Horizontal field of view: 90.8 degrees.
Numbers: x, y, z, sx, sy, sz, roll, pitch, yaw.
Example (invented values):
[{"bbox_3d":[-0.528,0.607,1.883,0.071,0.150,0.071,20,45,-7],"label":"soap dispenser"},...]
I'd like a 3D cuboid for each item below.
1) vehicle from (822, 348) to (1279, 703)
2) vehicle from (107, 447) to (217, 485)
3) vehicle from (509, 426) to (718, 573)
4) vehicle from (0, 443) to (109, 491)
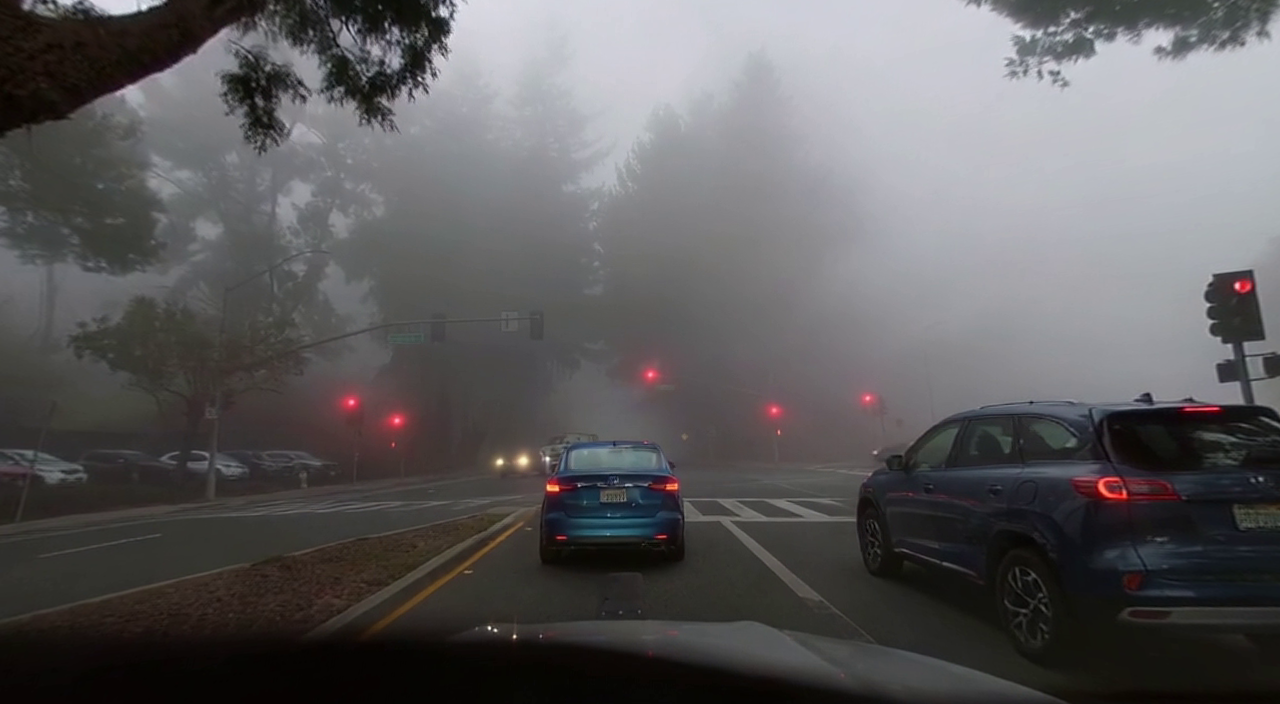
[{"bbox_3d":[3.189,1.178,5.201,2.046,1.768,4.370,0,-9,0],"label":"vehicle"},{"bbox_3d":[-28.602,6.784,38.062,4.943,2.110,2.217,5,-10,-32],"label":"vehicle"},{"bbox_3d":[-0.321,1.895,9.010,2.177,1.512,4.682,0,-9,-1],"label":"vehicle"},{"bbox_3d":[-28.480,5.336,29.521,5.119,2.119,2.199,5,-10,-31],"label":"vehicle"}]
